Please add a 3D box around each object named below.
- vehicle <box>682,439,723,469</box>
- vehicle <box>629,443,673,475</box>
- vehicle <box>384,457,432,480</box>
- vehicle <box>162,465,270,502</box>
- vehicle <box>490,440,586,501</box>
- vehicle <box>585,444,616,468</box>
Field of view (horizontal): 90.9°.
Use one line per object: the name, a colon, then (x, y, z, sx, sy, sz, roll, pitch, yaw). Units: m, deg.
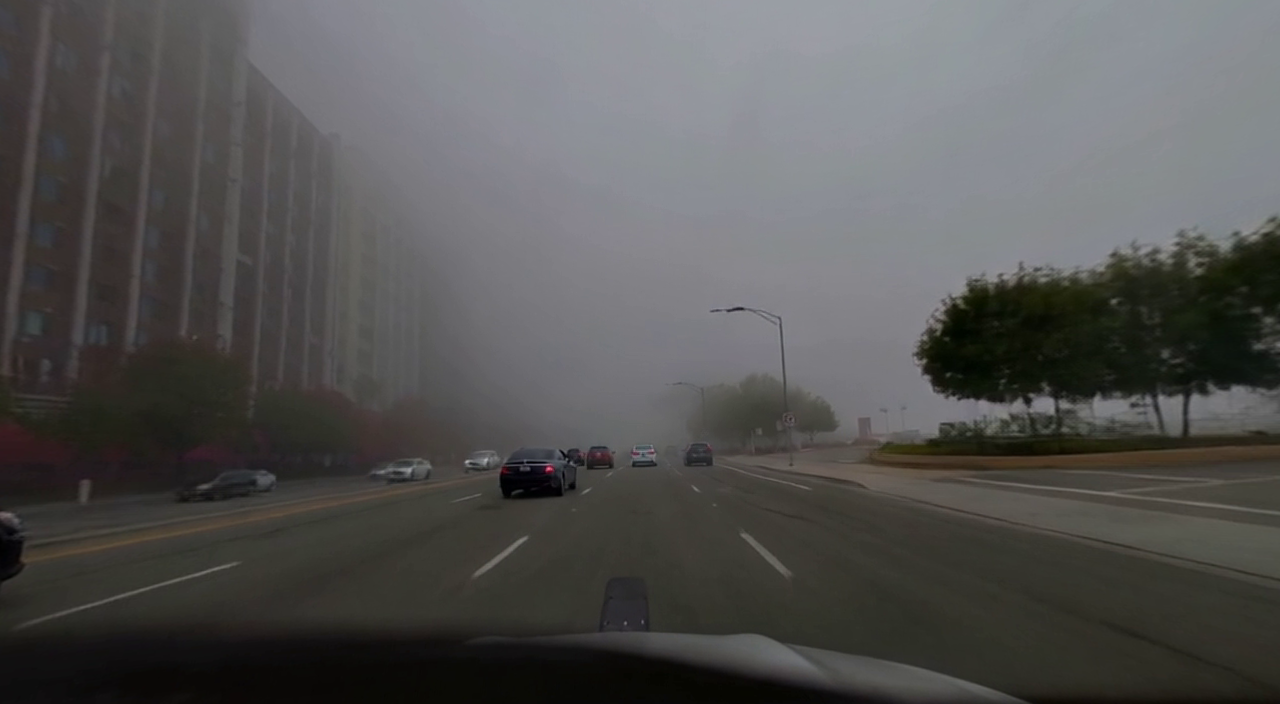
vehicle: (3.939, 6.489, 40.468, 2.108, 1.785, 4.334, 0, -8, -1)
vehicle: (0.541, 5.472, 32.497, 2.147, 1.507, 3.953, -1, -8, 0)
vehicle: (-17.154, 8.623, 46.895, 1.870, 1.511, 4.358, -1, -8, 1)
vehicle: (-20.365, 6.293, 30.588, 1.853, 1.455, 4.781, -1, -8, 1)
vehicle: (-2.761, 3.315, 18.091, 1.908, 1.505, 4.369, -1, -8, 2)
vehicle: (-2.933, 7.827, 47.764, 2.168, 1.719, 4.283, 0, -8, -1)
